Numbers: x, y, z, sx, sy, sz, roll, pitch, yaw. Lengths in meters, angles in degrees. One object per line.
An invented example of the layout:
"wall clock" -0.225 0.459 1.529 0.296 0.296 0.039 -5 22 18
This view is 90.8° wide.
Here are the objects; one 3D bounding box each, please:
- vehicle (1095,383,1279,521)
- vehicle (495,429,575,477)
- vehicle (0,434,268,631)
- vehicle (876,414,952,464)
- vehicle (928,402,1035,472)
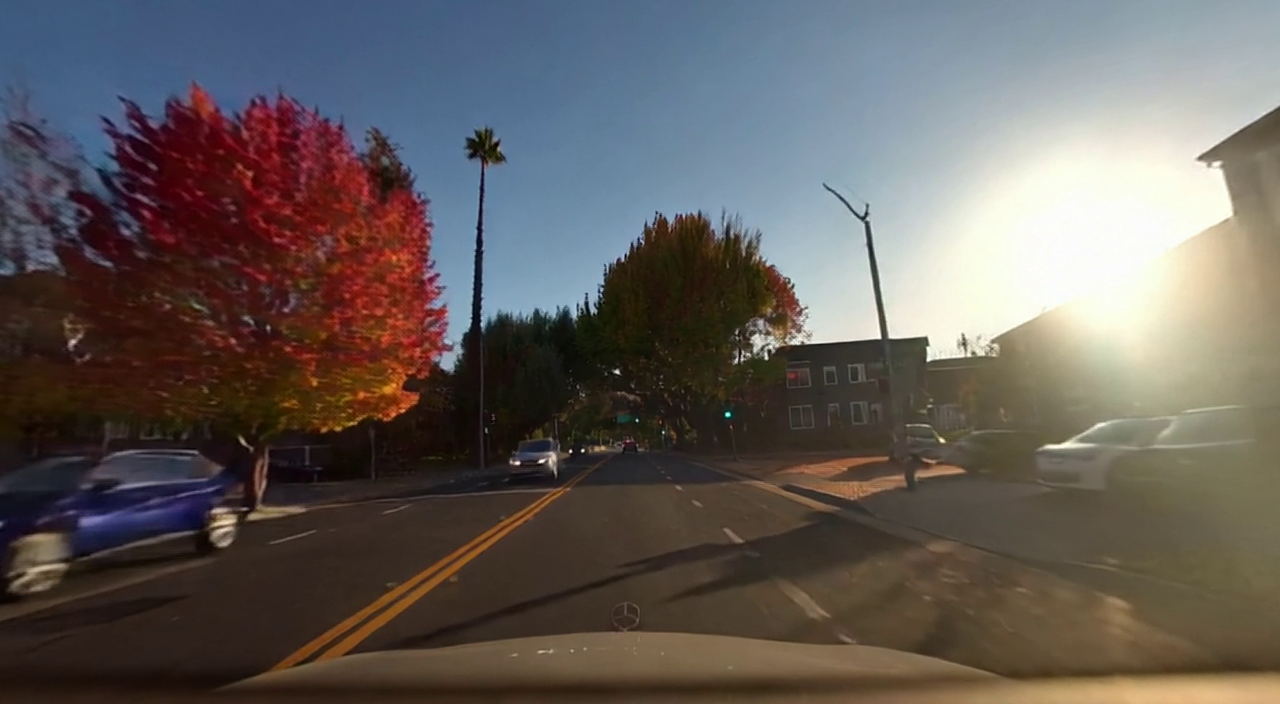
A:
"vehicle" 9.285 1.252 8.595 4.385 1.612 2.070 -4 -9 5
"vehicle" -4.054 4.015 25.284 2.356 1.702 4.700 0 -9 0
"vehicle" -5.879 1.561 6.180 1.968 1.483 4.279 0 -8 -2
"vehicle" 11.731 3.815 27.430 2.028 1.935 5.021 -2 -9 13
"vehicle" 9.452 2.455 17.925 2.051 1.687 4.858 -4 -9 22
